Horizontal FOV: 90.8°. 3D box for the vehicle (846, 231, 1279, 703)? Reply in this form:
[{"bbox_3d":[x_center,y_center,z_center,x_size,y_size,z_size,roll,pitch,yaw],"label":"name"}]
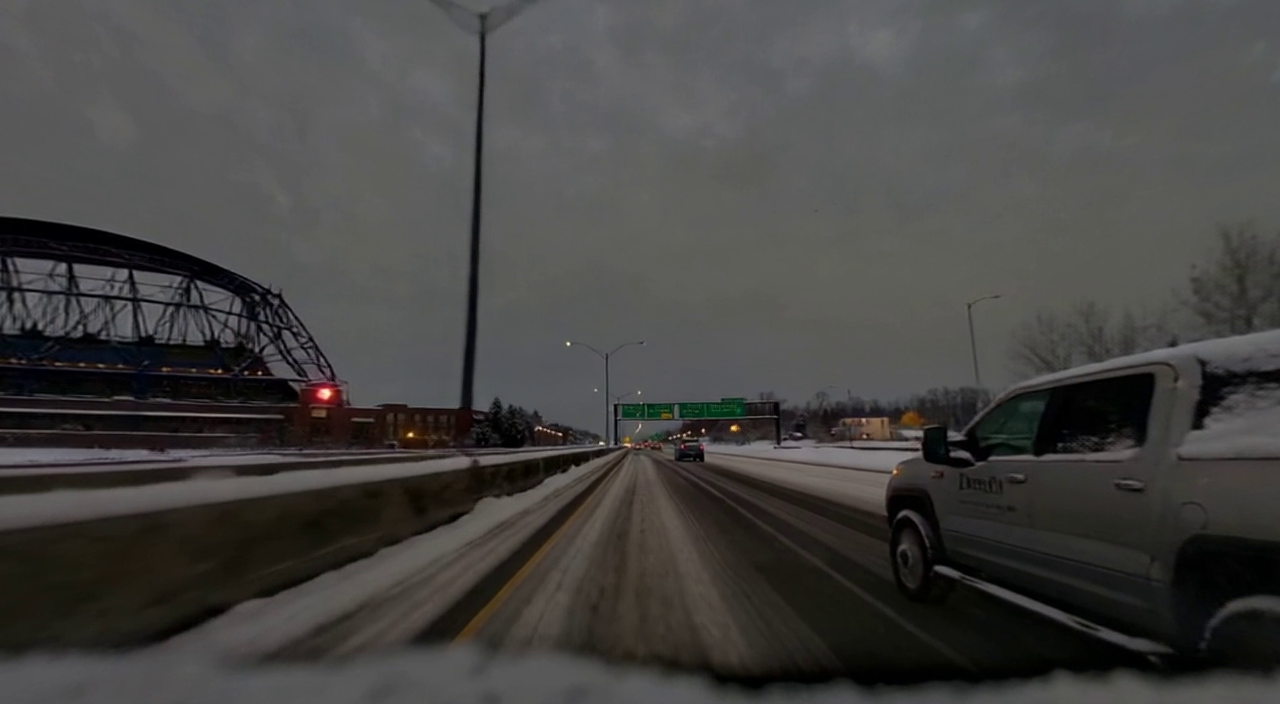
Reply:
[{"bbox_3d":[3.073,0.843,3.377,2.199,2.002,4.970,0,-8,0],"label":"vehicle"}]

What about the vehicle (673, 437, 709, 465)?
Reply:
[{"bbox_3d":[3.321,6.603,42.147,1.973,1.774,4.092,0,-9,-1],"label":"vehicle"}]
